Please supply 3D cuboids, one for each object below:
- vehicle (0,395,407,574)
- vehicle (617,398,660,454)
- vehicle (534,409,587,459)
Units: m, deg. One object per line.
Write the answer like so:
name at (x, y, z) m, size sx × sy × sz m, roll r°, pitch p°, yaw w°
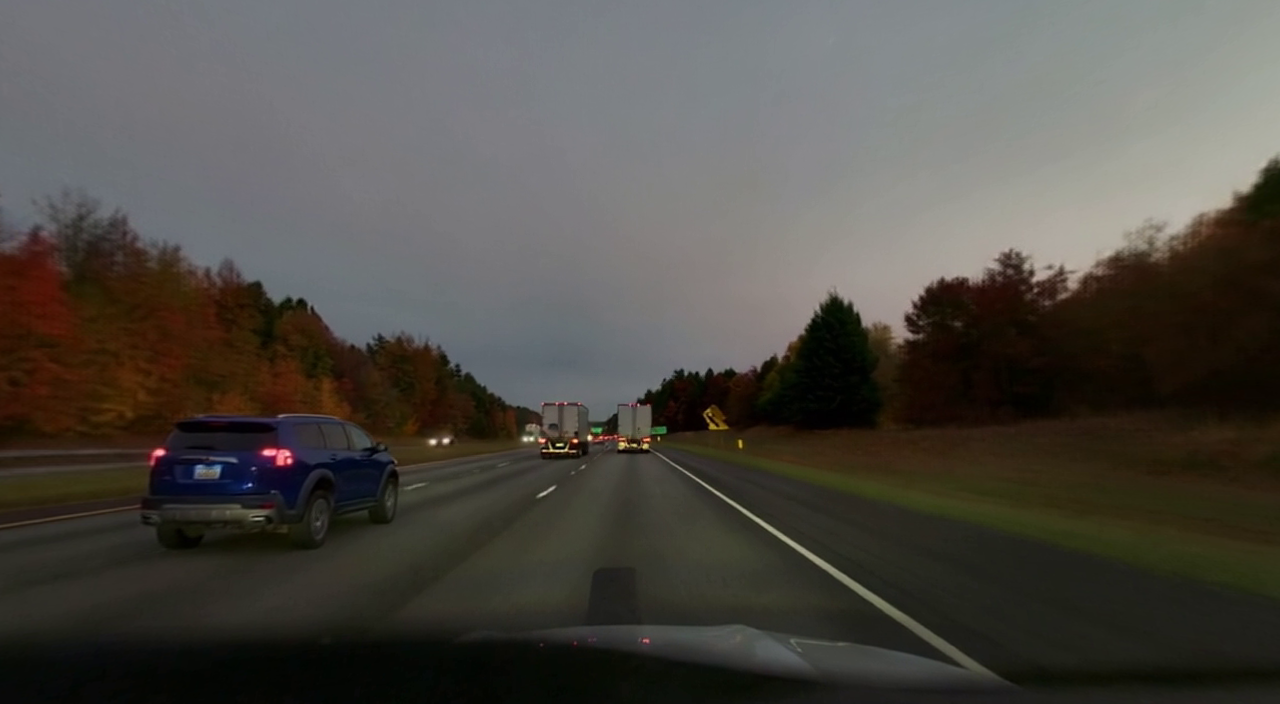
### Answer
vehicle at (-4.944, 1.549, 8.216) m, size 2.089 × 1.669 × 4.515 m, roll 0°, pitch -8°, yaw -1°
vehicle at (-0.242, 5.918, 49.738) m, size 3.078 × 3.955 × 8.774 m, roll 0°, pitch -8°, yaw -2°
vehicle at (-4.599, 4.861, 37.317) m, size 2.383 × 2.726 × 5.677 m, roll 0°, pitch -8°, yaw 0°
